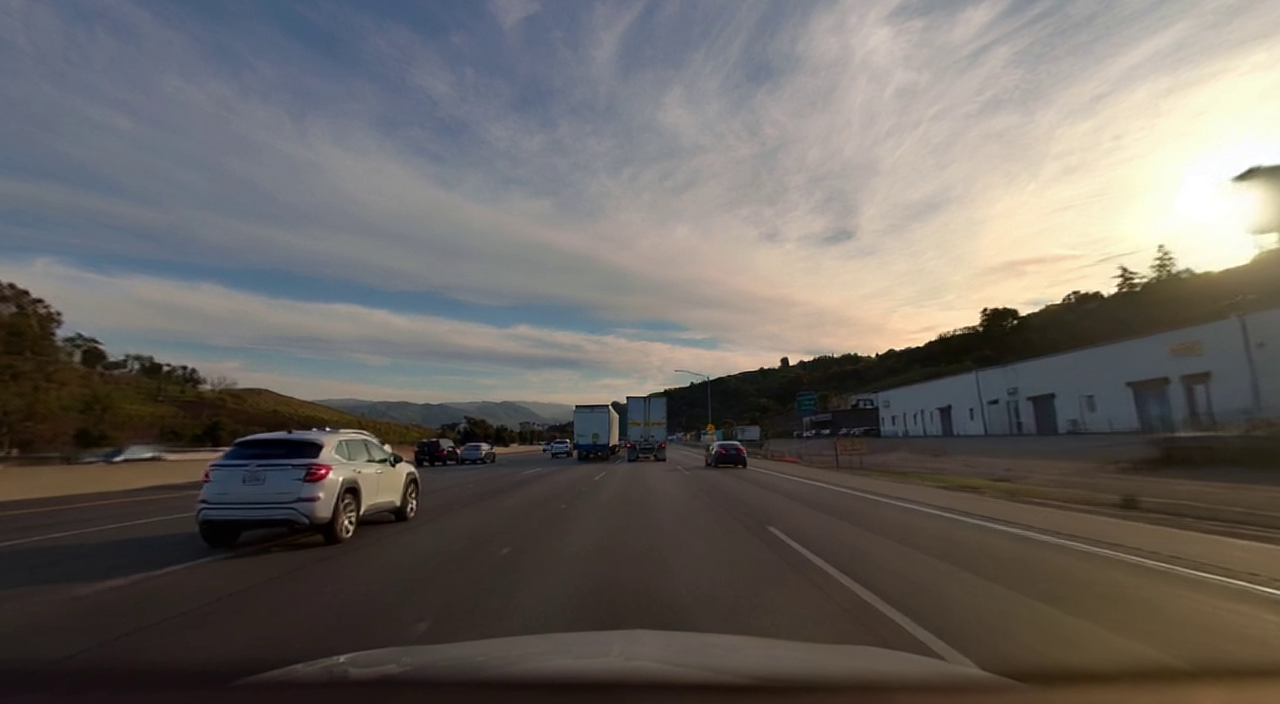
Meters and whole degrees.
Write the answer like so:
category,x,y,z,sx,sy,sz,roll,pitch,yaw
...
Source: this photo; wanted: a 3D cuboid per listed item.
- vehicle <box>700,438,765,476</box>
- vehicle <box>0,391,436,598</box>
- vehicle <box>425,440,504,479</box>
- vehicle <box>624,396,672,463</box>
category,x,y,z,sx,sy,sz,roll,pitch,yaw
vehicle,3.749,4.356,26.366,2.006,1.452,4.246,0,-9,-1
vehicle,-4.345,1.537,7.662,2.122,1.754,4.379,0,-9,2
vehicle,-7.172,4.403,26.242,1.891,1.460,4.506,0,-8,1
vehicle,0.507,5.580,44.383,2.969,4.104,10.906,0,-9,0
